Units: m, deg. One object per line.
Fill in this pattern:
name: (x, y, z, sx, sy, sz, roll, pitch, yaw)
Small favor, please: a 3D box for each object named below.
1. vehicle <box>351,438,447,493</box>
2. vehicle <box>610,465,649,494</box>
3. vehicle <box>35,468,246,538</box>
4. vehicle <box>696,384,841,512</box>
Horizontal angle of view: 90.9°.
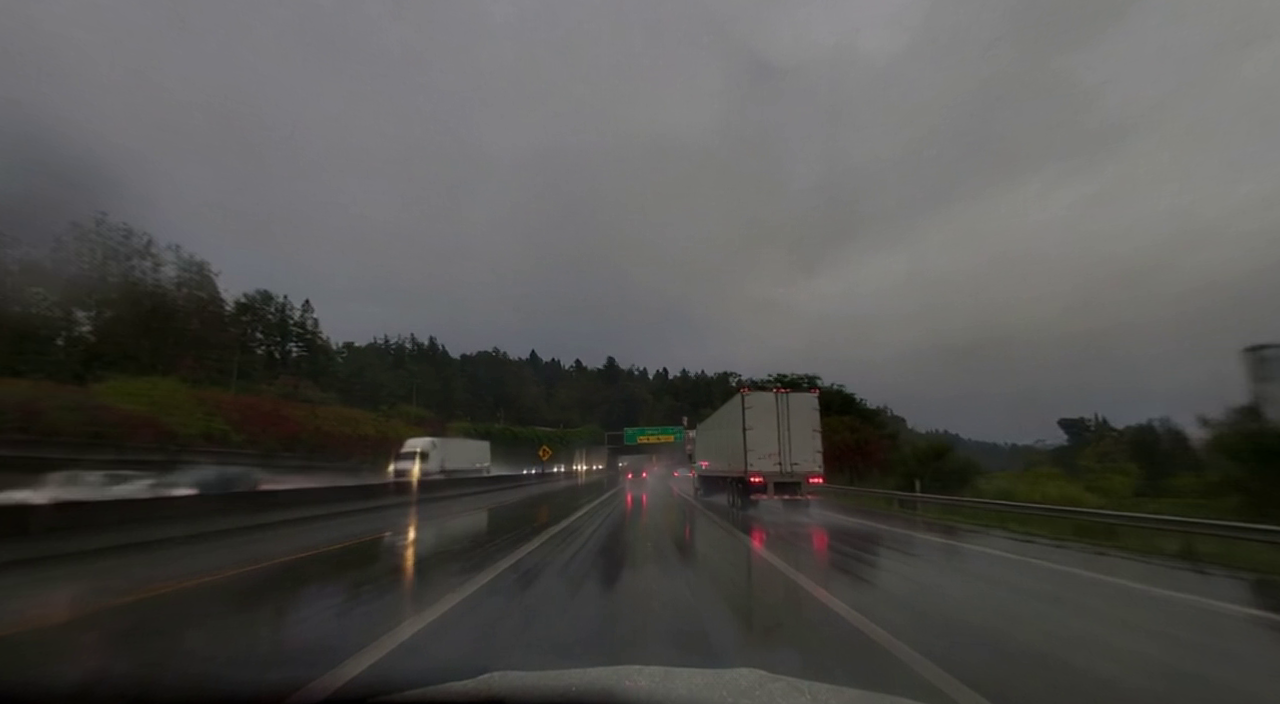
vehicle: (-15.678, 7.525, 41.844, 2.912, 3.234, 8.258, 1, -10, 1)
vehicle: (-0.541, 6.958, 34.516, 2.010, 1.436, 3.973, 1, -10, 0)
vehicle: (-11.911, 3.590, 15.478, 1.806, 1.449, 4.063, 1, -10, 0)
vehicle: (4.702, 4.325, 27.239, 3.218, 4.001, 14.492, 1, -10, 0)
